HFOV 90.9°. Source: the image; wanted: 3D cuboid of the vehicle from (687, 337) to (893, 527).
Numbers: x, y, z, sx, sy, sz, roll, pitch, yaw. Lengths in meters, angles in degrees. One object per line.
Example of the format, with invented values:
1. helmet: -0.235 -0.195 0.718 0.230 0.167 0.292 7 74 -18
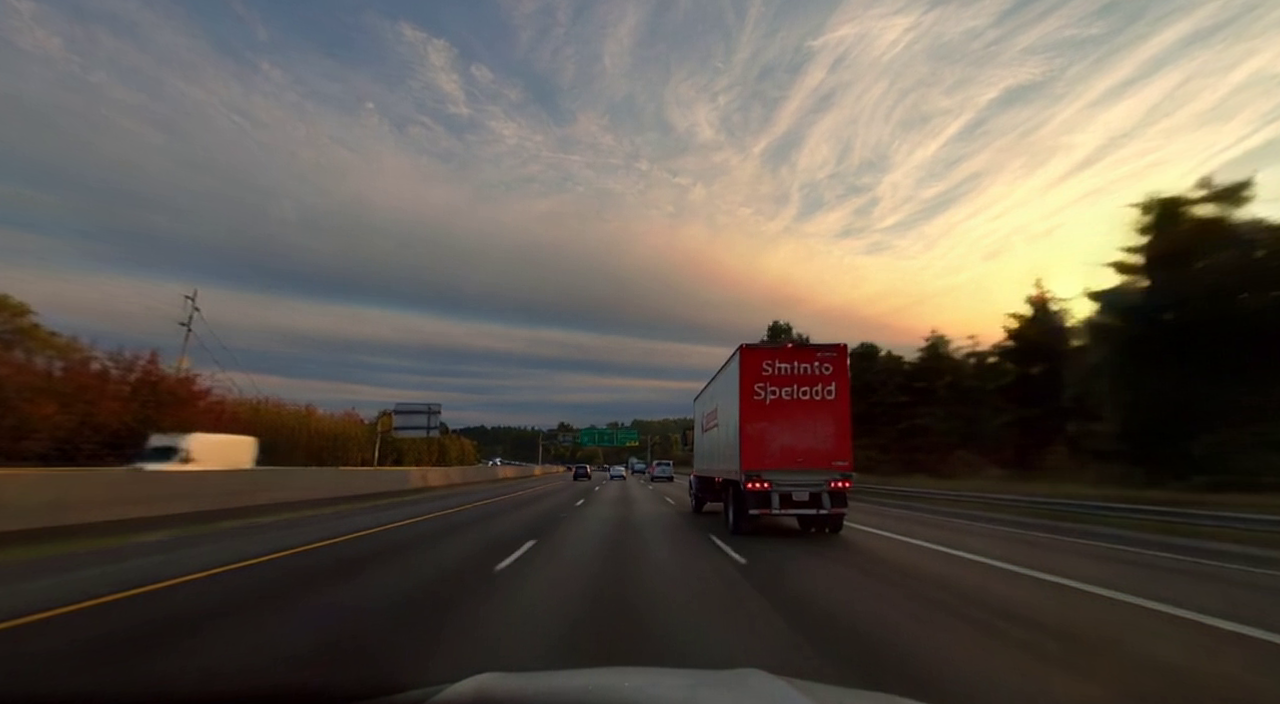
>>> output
1. vehicle: 3.908 3.053 21.376 2.992 4.300 13.967 1 -10 -2

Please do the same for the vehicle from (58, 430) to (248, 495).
1. vehicle: -16.938 3.978 22.539 2.079 1.951 6.068 1 -10 -2
